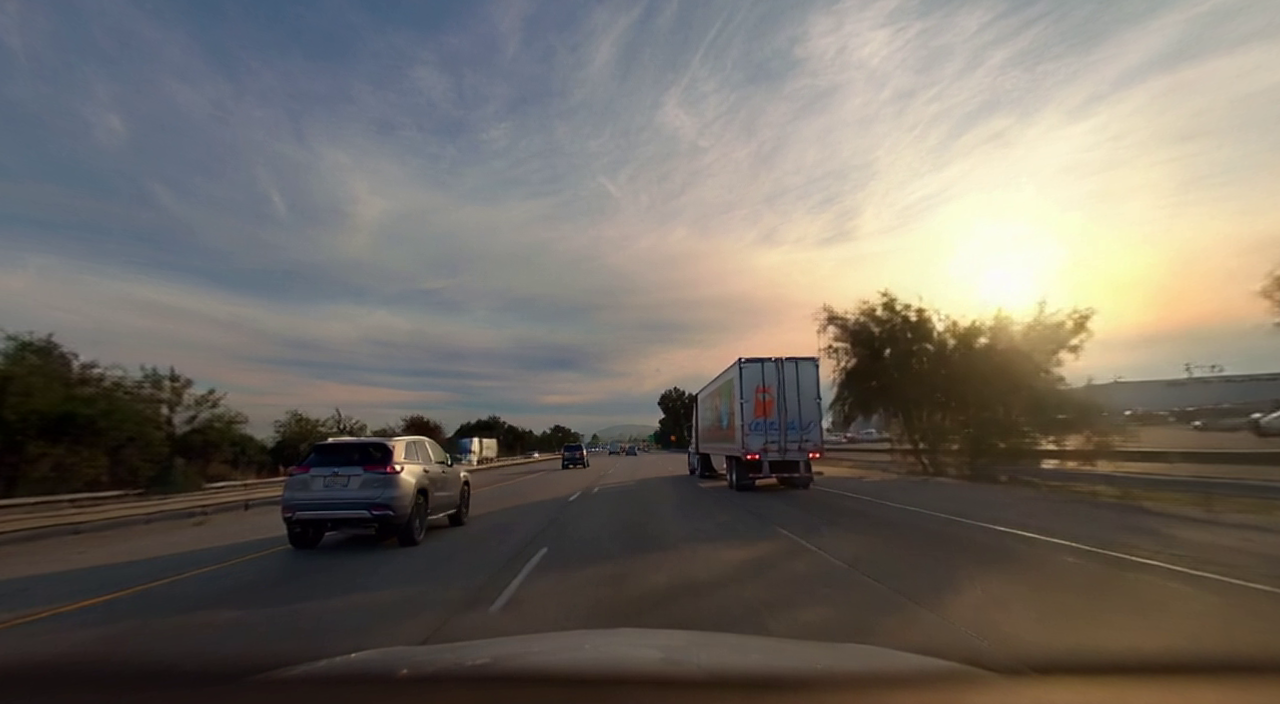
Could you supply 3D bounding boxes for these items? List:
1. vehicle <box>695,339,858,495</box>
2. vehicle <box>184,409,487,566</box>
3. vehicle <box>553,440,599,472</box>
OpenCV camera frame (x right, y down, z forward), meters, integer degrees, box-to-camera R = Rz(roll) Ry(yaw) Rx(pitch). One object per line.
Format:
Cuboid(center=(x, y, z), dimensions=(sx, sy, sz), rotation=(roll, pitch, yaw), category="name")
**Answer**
Cuboid(center=(4.277, 2.787, 23.983), dimensions=(2.998, 4.236, 13.886), rotation=(0, -9, 0), category="vehicle")
Cuboid(center=(-4.019, 1.890, 9.493), dimensions=(2.202, 1.760, 4.617), rotation=(0, -9, 1), category="vehicle")
Cuboid(center=(-3.603, 5.990, 36.262), dimensions=(2.139, 1.716, 4.530), rotation=(0, -9, 0), category="vehicle")
